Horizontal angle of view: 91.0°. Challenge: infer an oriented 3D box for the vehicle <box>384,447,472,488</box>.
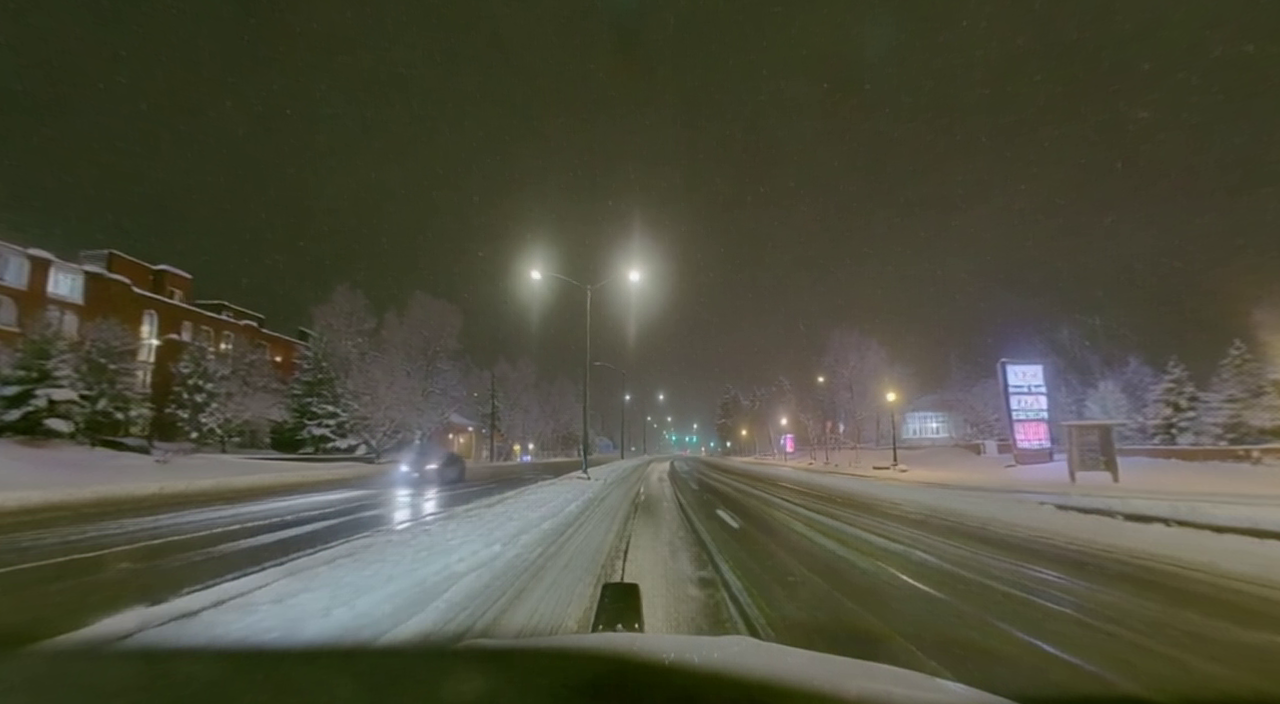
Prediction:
[{"bbox_3d":[-8.349,4.551,25.209,1.866,1.463,4.378,0,-8,2],"label":"vehicle"}]
